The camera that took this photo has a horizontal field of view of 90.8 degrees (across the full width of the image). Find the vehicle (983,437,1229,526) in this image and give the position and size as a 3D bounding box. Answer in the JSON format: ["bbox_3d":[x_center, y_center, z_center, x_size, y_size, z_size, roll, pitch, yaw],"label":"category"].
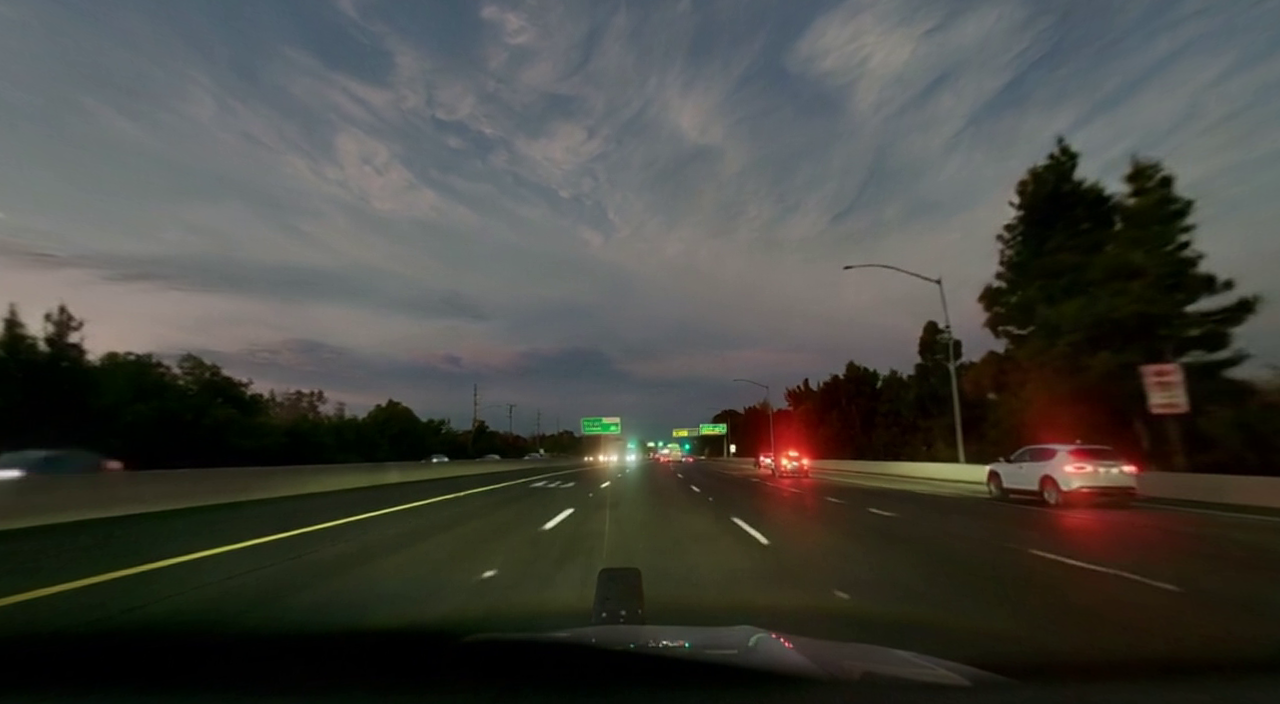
[{"bbox_3d":[9.944,2.762,14.095,2.090,1.643,4.513,0,-9,2],"label":"vehicle"}]

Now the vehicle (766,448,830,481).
[{"bbox_3d":[7.703,5.507,31.281,1.861,1.500,4.860,0,-9,0],"label":"vehicle"}]
